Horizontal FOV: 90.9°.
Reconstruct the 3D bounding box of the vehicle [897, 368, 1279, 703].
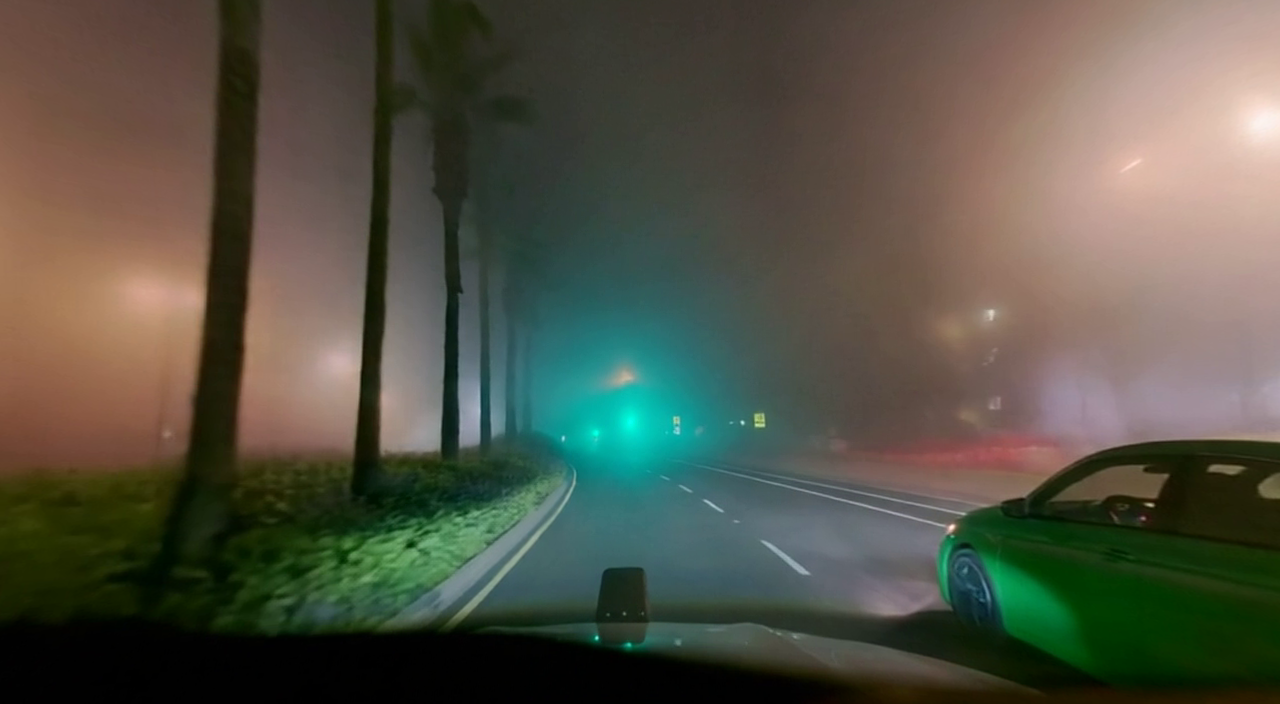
[{"bbox_3d":[3.127,0.965,3.050,1.867,1.554,4.301,0,-8,-1],"label":"vehicle"}]
